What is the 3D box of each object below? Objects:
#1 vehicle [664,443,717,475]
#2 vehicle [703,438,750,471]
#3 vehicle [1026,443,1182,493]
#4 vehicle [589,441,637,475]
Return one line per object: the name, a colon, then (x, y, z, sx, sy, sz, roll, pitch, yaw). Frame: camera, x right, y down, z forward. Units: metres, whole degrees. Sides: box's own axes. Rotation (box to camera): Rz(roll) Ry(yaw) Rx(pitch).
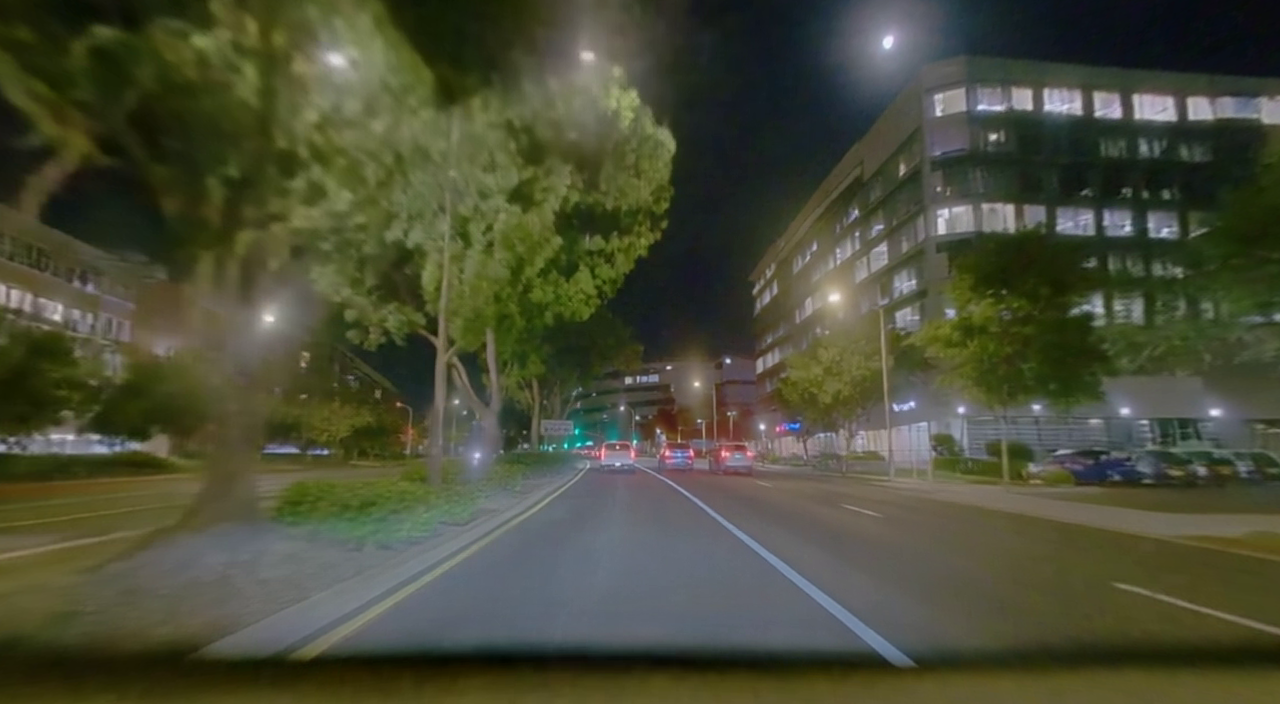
vehicle: (2.426, 5.301, 31.616, 1.993, 1.477, 4.240, 1, -8, -5)
vehicle: (5.465, 6.555, 40.555, 2.052, 1.990, 4.736, 1, -8, -4)
vehicle: (20.213, 5.009, 27.843, 2.150, 1.966, 5.027, 4, -9, -23)
vehicle: (-1.290, 4.919, 29.651, 2.101, 1.444, 4.248, 0, -8, -3)
